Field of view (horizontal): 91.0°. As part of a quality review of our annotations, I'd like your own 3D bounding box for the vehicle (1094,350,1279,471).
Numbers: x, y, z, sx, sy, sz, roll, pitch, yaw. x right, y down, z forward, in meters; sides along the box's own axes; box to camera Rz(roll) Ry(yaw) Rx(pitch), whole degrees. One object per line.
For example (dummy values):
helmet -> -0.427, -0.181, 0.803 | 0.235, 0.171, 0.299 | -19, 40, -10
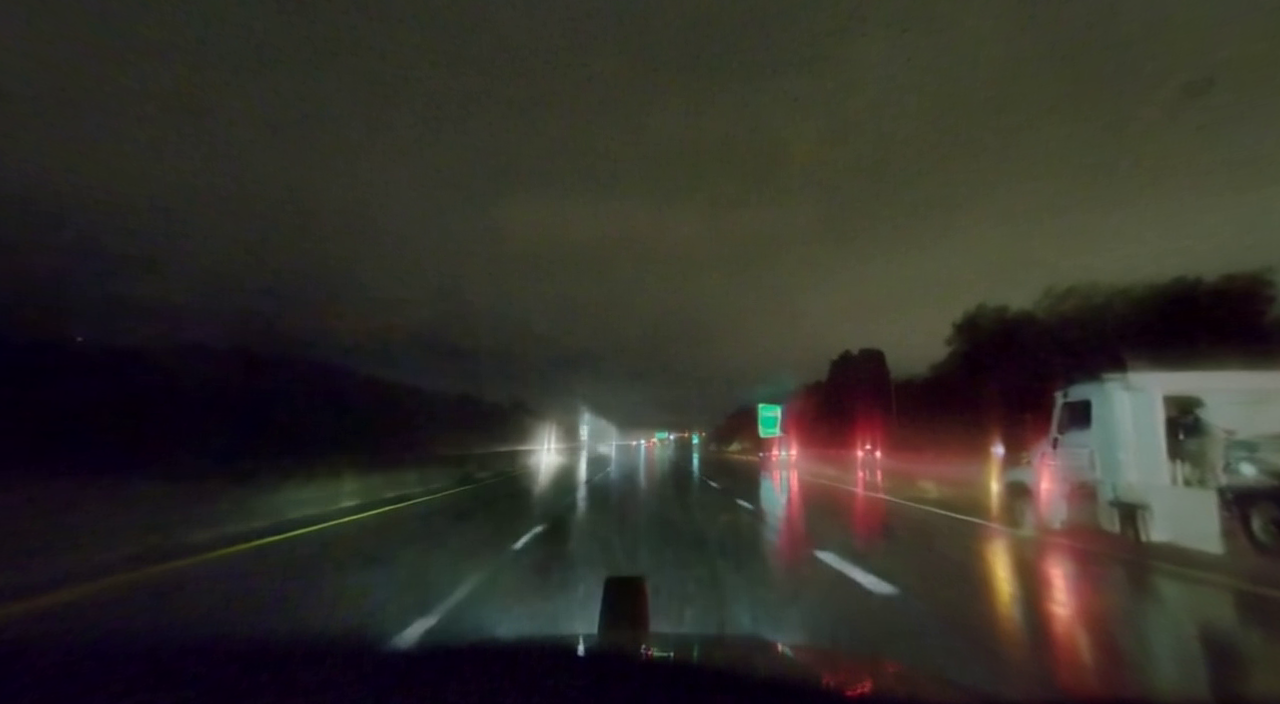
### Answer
vehicle -> 23.300, 1.851, 20.365 | 2.836, 4.027, 14.280 | 4, -9, -23
